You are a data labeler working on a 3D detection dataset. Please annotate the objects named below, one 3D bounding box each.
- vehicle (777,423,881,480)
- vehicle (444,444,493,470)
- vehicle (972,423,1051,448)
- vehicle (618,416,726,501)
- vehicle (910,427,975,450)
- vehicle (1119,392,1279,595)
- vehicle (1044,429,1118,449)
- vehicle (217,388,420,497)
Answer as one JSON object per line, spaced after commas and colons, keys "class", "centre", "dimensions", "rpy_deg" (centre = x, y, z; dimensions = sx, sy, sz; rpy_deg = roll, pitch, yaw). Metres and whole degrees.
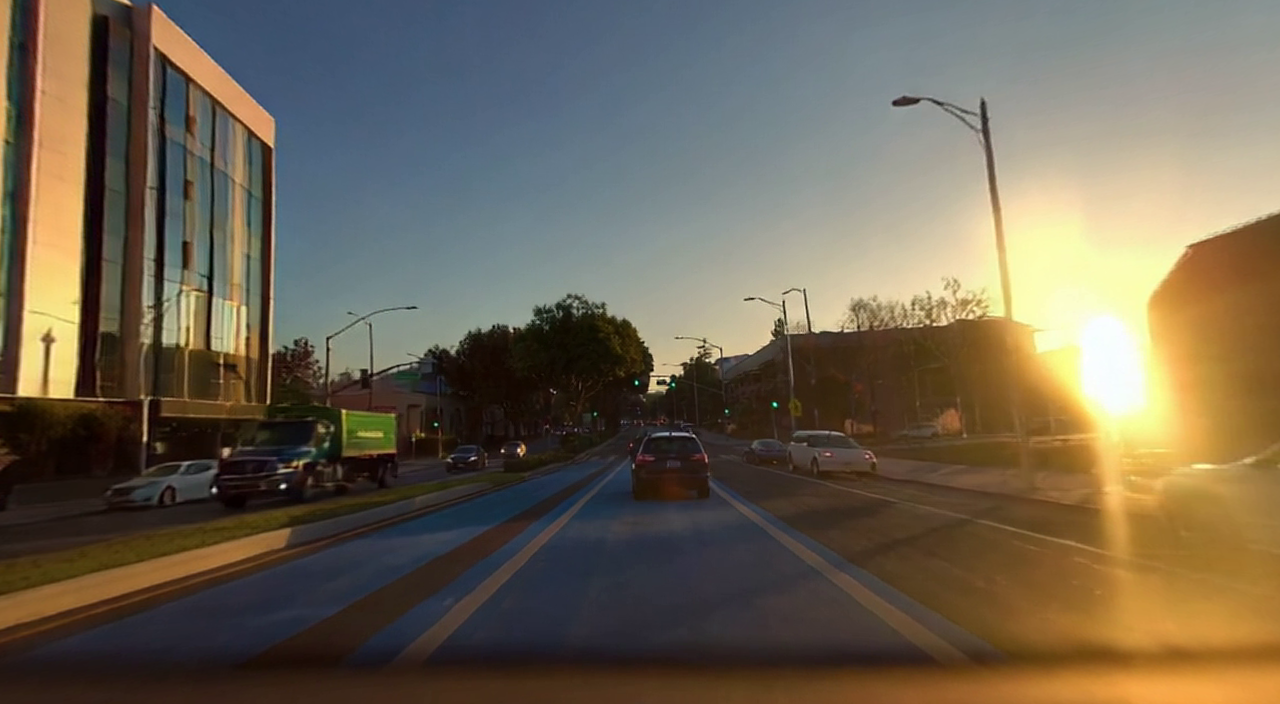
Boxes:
{"class": "vehicle", "centre": [6.714, 3.629, 23.086], "dimensions": [2.205, 1.823, 5.078], "rpy_deg": [0, -9, 0]}
{"class": "vehicle", "centre": [-10.908, 6.676, 40.423], "dimensions": [2.019, 1.547, 4.315], "rpy_deg": [0, -9, -2]}
{"class": "vehicle", "centre": [28.566, 6.475, 48.588], "dimensions": [4.655, 1.852, 2.161], "rpy_deg": [0, -9, -1]}
{"class": "vehicle", "centre": [0.597, 2.567, 15.449], "dimensions": [2.283, 1.773, 4.255], "rpy_deg": [0, -9, -2]}
{"class": "vehicle", "centre": [23.301, 6.699, 48.671], "dimensions": [3.973, 1.623, 2.024], "rpy_deg": [-1, -9, 0]}
{"class": "vehicle", "centre": [6.630, 1.082, 4.496], "dimensions": [2.088, 1.761, 5.697], "rpy_deg": [0, -9, 2]}
{"class": "vehicle", "centre": [33.791, 6.704, 48.428], "dimensions": [4.275, 1.487, 1.781], "rpy_deg": [0, -9, 1]}
{"class": "vehicle", "centre": [-13.442, 4.045, 28.145], "dimensions": [3.101, 3.878, 10.902], "rpy_deg": [0, -9, 1]}
